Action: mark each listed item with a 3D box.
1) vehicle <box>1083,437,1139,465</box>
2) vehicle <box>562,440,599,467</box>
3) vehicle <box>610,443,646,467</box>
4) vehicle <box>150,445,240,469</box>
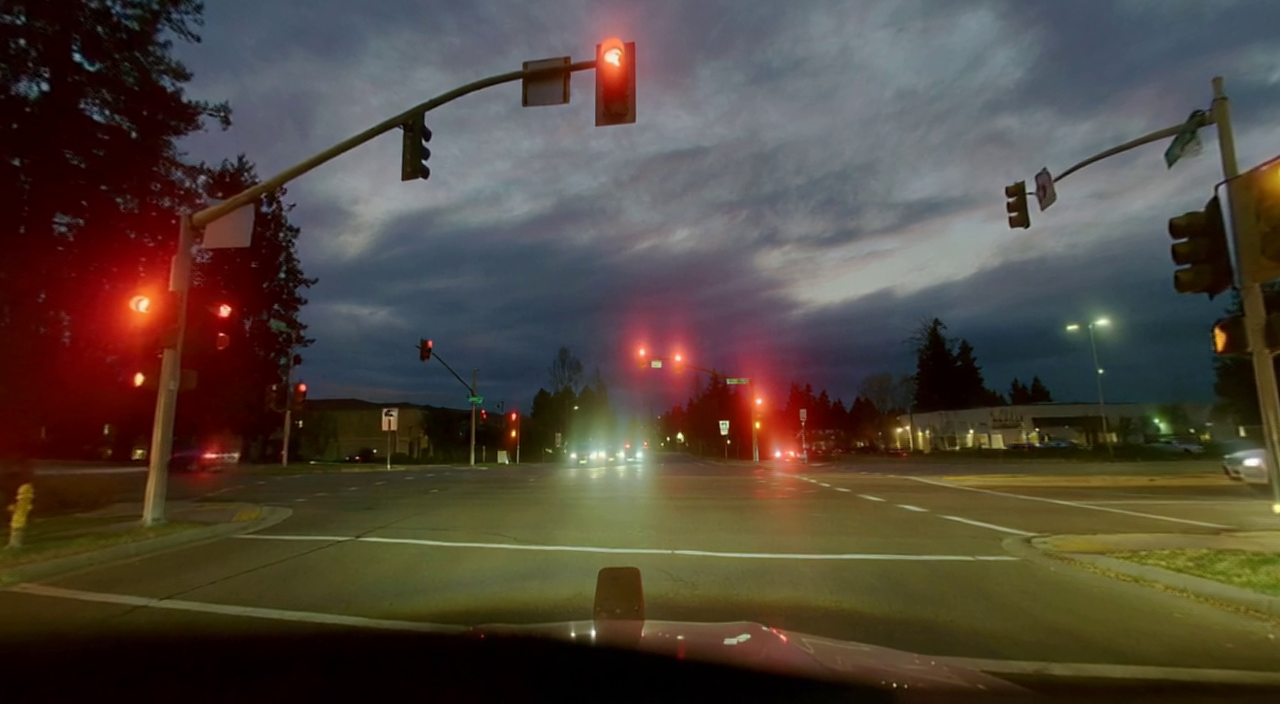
[{"bbox_3d":[26.984,5.660,36.135,2.092,1.474,4.046,-8,-11,41],"label":"vehicle"},{"bbox_3d":[-4.091,7.106,44.293,2.251,1.756,4.610,0,-9,-2],"label":"vehicle"},{"bbox_3d":[-0.839,6.831,41.991,2.056,1.492,3.937,1,-9,-6],"label":"vehicle"},{"bbox_3d":[-27.408,6.467,38.944,4.628,1.414,1.897,-3,-9,15],"label":"vehicle"}]
